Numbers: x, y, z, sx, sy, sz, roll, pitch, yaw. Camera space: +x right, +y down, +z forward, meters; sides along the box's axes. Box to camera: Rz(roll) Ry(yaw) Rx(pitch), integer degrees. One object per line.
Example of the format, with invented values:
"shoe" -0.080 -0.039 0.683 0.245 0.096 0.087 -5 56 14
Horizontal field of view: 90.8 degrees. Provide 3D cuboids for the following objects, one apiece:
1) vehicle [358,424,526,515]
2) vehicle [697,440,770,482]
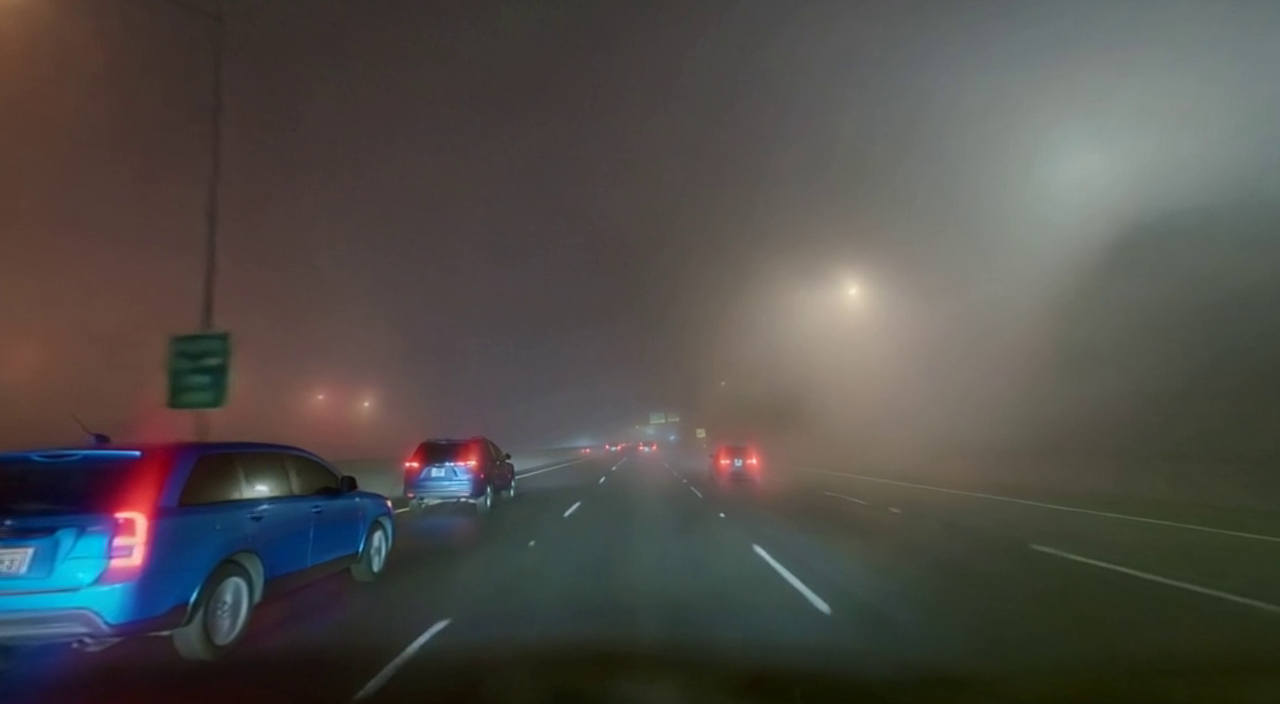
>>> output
"vehicle" -3.975 2.433 13.550 2.193 1.641 4.077 0 -8 1
"vehicle" 3.464 4.124 24.194 2.083 1.453 4.307 0 -8 -1
